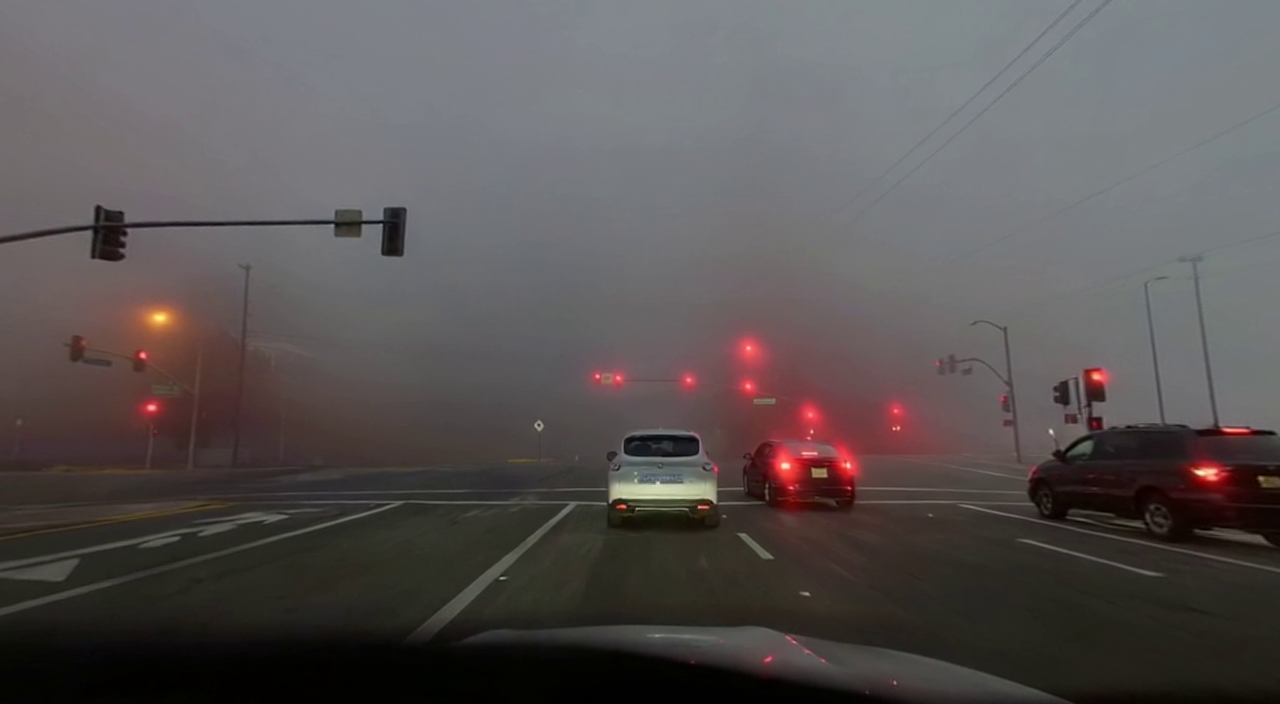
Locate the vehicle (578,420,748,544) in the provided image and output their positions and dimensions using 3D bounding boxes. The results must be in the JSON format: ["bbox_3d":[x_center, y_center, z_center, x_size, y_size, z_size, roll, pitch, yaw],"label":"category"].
[{"bbox_3d":[0.271,1.957,10.204,2.099,1.516,4.681,0,-8,0],"label":"vehicle"}]

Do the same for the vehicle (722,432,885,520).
[{"bbox_3d":[2.974,2.351,12.507,1.994,1.436,4.169,0,-8,-2],"label":"vehicle"}]

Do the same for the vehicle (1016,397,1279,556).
[{"bbox_3d":[8.486,1.836,9.999,2.132,1.892,4.851,0,-8,2],"label":"vehicle"}]
